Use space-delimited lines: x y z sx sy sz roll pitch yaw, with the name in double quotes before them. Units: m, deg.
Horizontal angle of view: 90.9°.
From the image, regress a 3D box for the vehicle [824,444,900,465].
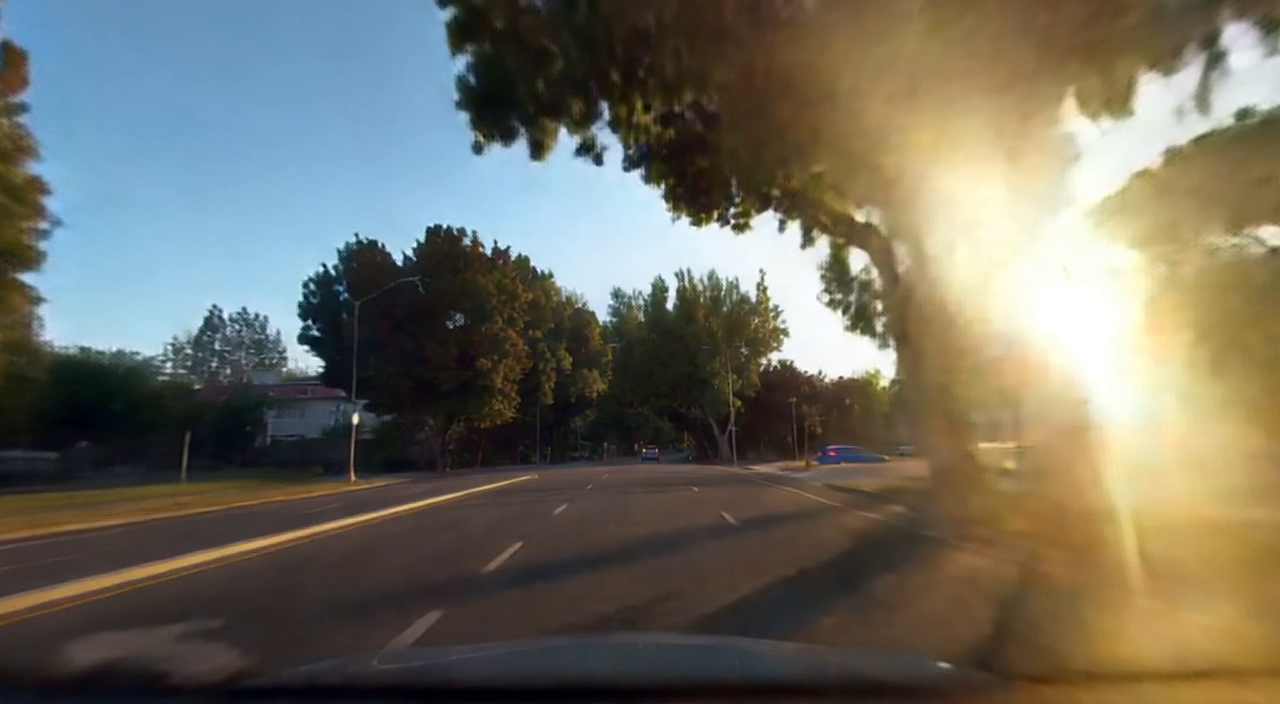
"vehicle" 16.200 7.512 46.144 4.824 1.462 1.974 0 -9 -1
